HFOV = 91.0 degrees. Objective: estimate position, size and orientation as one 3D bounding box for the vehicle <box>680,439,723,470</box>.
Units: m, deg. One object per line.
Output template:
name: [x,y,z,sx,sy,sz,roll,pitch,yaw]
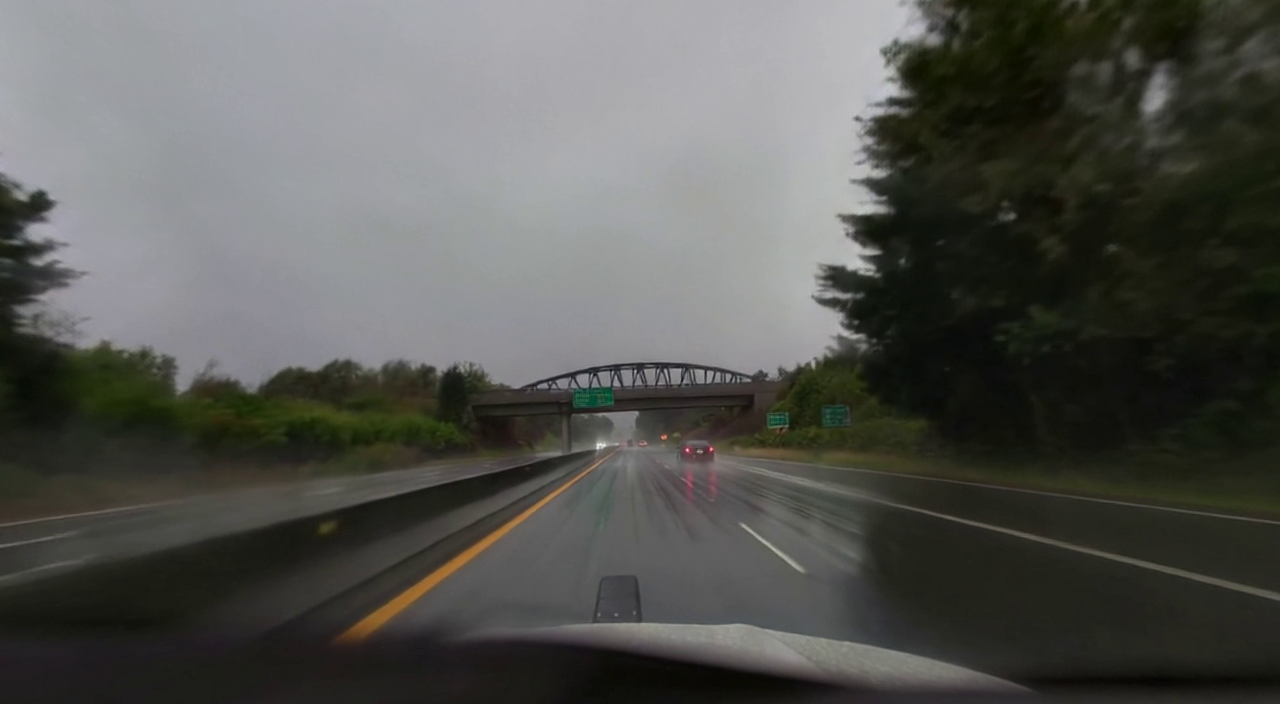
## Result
vehicle: [3.116,5.249,32.511,1.781,1.470,3.540,0,-8,-2]
